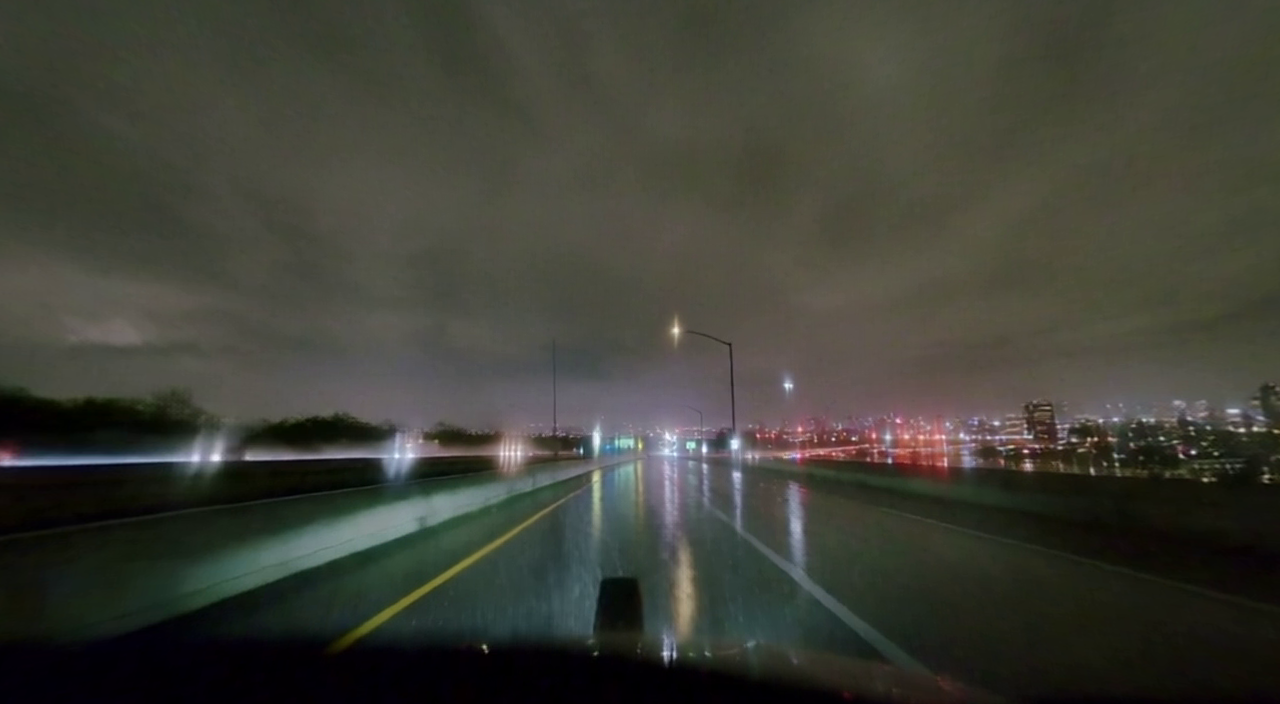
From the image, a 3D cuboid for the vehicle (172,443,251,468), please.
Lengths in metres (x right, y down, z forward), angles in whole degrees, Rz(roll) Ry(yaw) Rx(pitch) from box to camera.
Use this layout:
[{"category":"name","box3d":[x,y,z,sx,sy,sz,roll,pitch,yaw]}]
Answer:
[{"category":"vehicle","box3d":[-31.846,7.710,47.016,2.167,1.681,5.717,0,-9,-4]}]
